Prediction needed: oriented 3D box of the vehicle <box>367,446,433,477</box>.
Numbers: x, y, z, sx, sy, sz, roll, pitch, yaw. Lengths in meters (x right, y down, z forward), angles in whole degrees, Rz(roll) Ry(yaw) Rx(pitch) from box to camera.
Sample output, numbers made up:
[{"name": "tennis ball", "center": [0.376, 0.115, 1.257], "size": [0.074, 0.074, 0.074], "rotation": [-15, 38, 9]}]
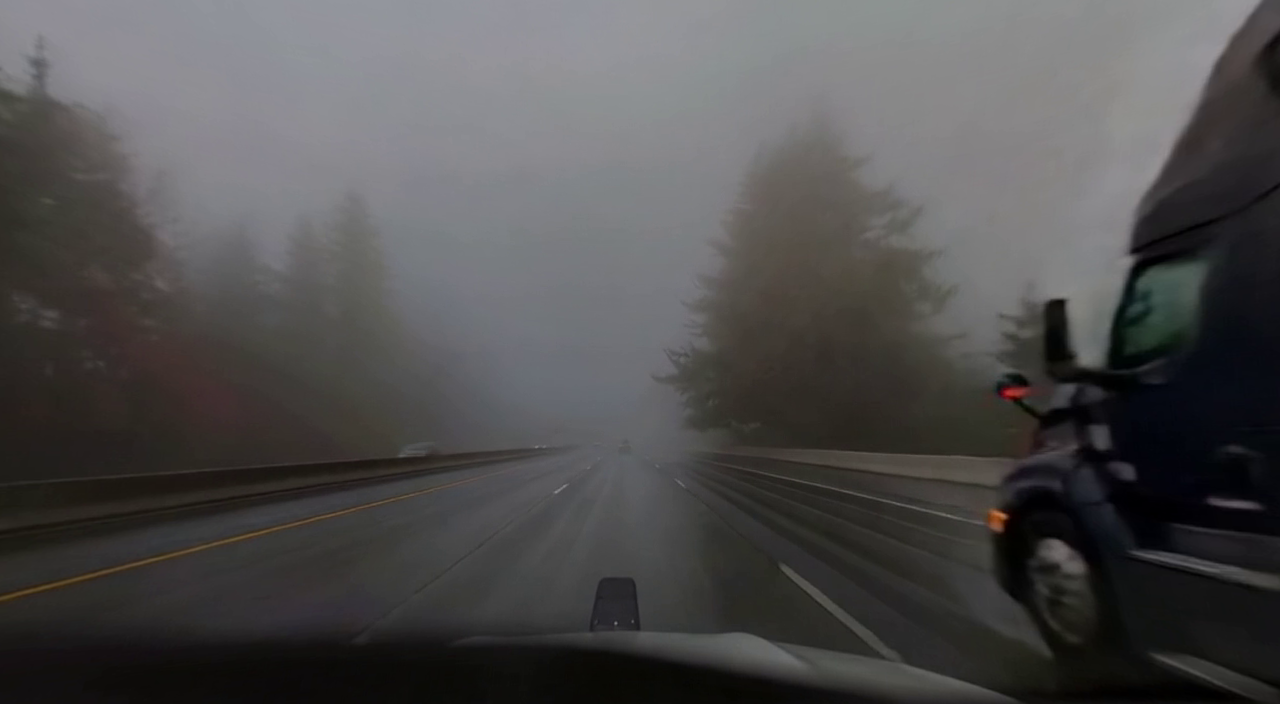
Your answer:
[{"name": "vehicle", "center": [-12.610, 5.756, 33.406], "size": [1.882, 1.483, 4.305], "rotation": [0, -8, -1]}]

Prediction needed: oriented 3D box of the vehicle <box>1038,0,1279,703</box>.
[{"name": "vehicle", "center": [3.992, -0.626, 0.546], "size": [3.055, 4.061, 6.127], "rotation": [0, -8, 0]}]
